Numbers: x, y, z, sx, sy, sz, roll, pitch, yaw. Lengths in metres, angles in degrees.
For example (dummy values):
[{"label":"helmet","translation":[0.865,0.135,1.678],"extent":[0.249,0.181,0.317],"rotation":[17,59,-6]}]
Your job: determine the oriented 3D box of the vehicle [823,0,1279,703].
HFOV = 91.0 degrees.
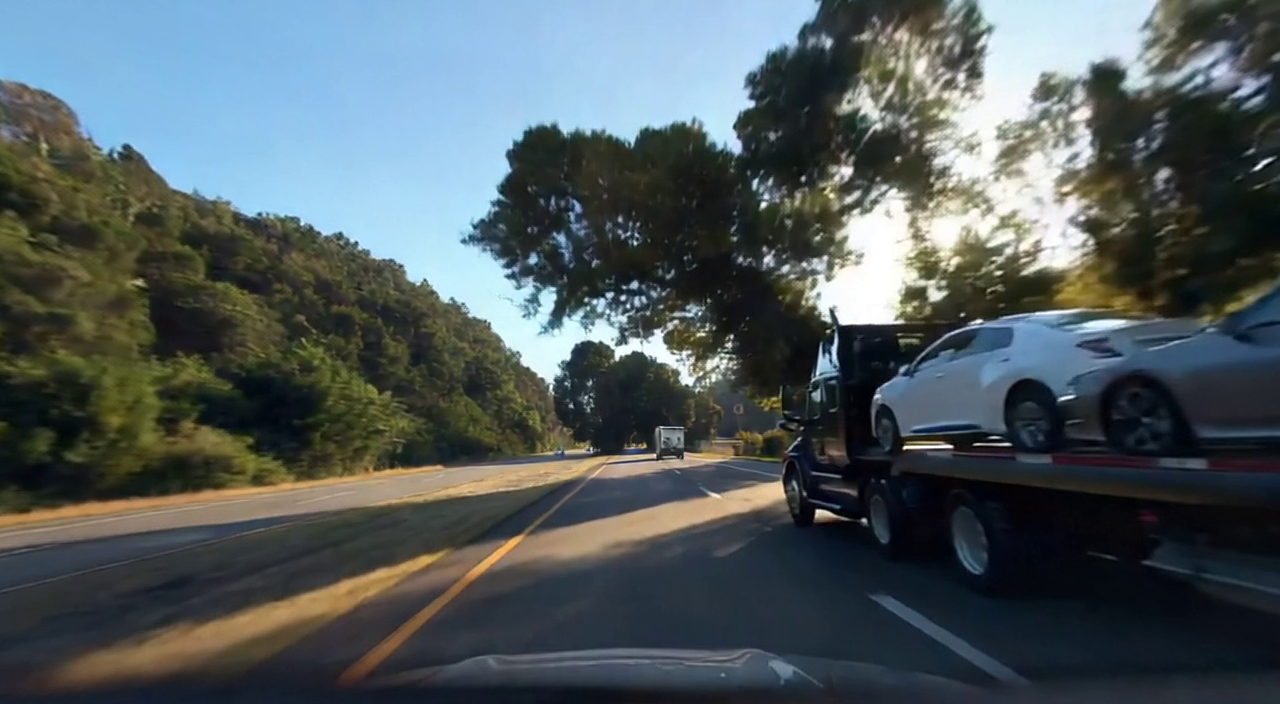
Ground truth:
[{"label":"vehicle","translation":[4.379,-0.398,0.579],"extent":[2.846,3.782,16.985],"rotation":[0,-8,-2]}]
